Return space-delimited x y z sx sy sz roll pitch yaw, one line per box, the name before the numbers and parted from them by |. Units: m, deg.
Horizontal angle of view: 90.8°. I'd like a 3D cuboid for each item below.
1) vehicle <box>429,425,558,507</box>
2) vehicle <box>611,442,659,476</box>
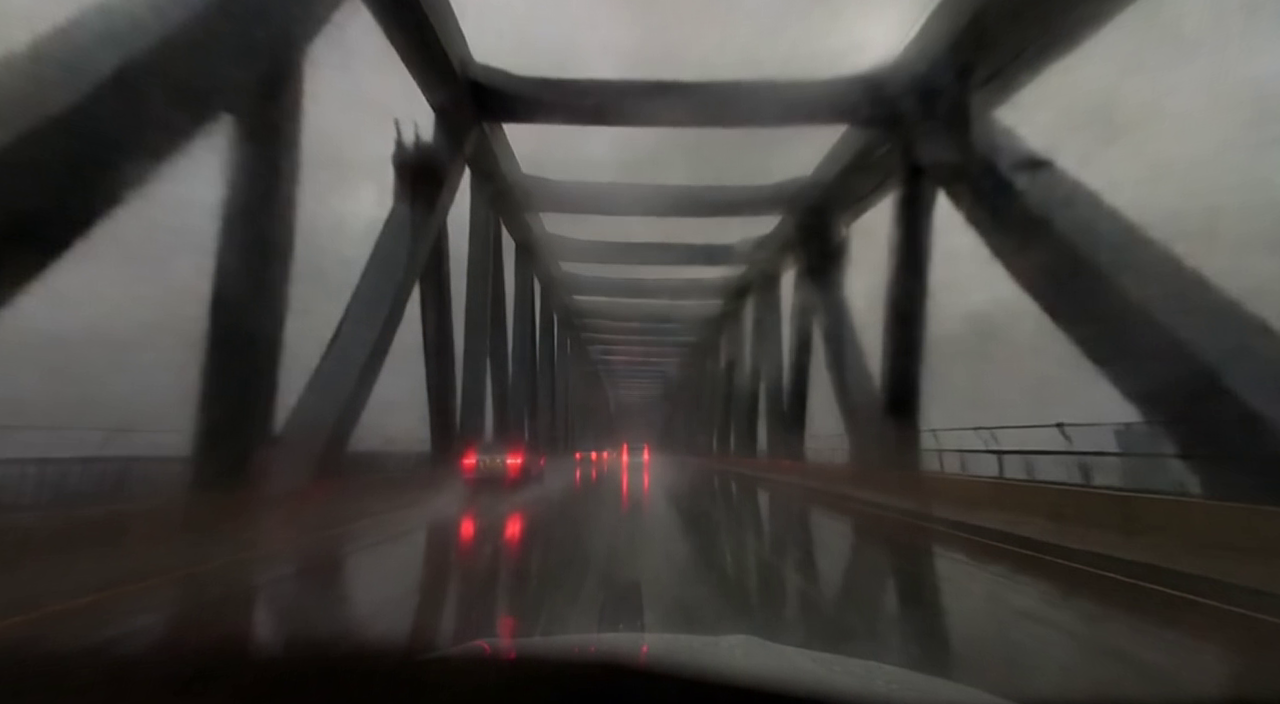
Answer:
vehicle | -3.585 2.899 16.542 2.190 1.807 4.741 0 -9 1
vehicle | -0.214 4.864 28.939 2.048 1.450 3.973 0 -9 -1
